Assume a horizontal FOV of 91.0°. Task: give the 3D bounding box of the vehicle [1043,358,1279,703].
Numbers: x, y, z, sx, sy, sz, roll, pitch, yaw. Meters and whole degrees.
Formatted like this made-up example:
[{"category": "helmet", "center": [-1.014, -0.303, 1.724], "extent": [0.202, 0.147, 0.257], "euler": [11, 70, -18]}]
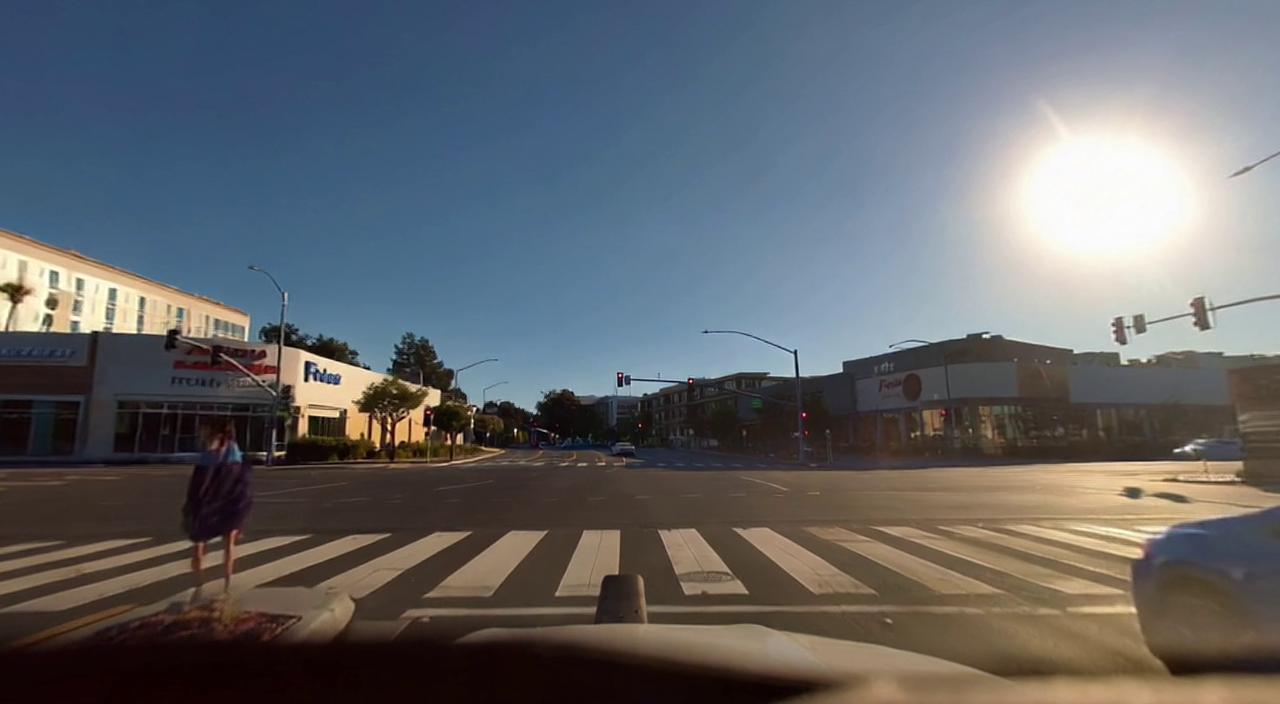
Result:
[{"category": "vehicle", "center": [3.443, 0.730, 1.608], "extent": [2.067, 1.625, 4.073], "euler": [0, -8, 0]}]
